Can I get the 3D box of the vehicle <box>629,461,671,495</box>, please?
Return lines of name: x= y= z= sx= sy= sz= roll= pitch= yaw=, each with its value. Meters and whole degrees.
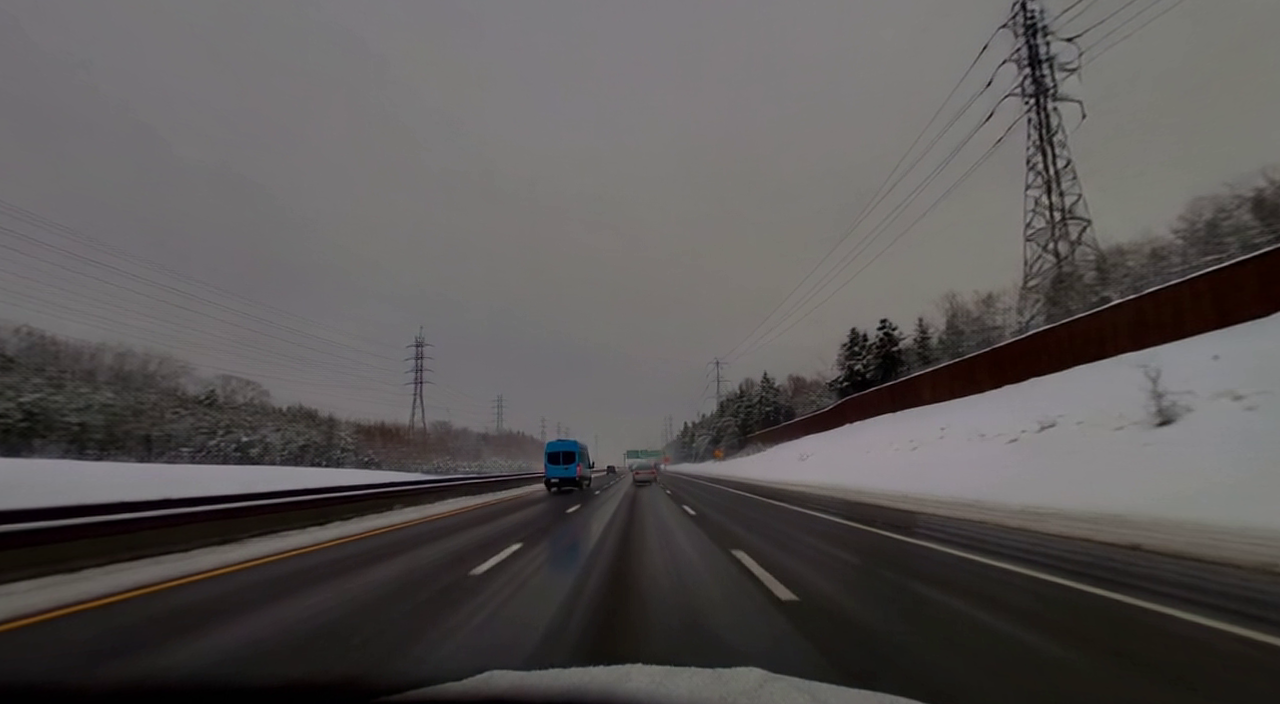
vehicle: x=0.460 y=6.356 z=31.831 sx=2.006 sy=1.554 sz=3.863 roll=1 pitch=-10 yaw=0

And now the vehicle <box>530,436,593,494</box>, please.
vehicle: x=-3.878 y=5.871 z=32.571 sx=2.394 sy=2.609 sz=6.875 roll=1 pitch=-11 yaw=0
